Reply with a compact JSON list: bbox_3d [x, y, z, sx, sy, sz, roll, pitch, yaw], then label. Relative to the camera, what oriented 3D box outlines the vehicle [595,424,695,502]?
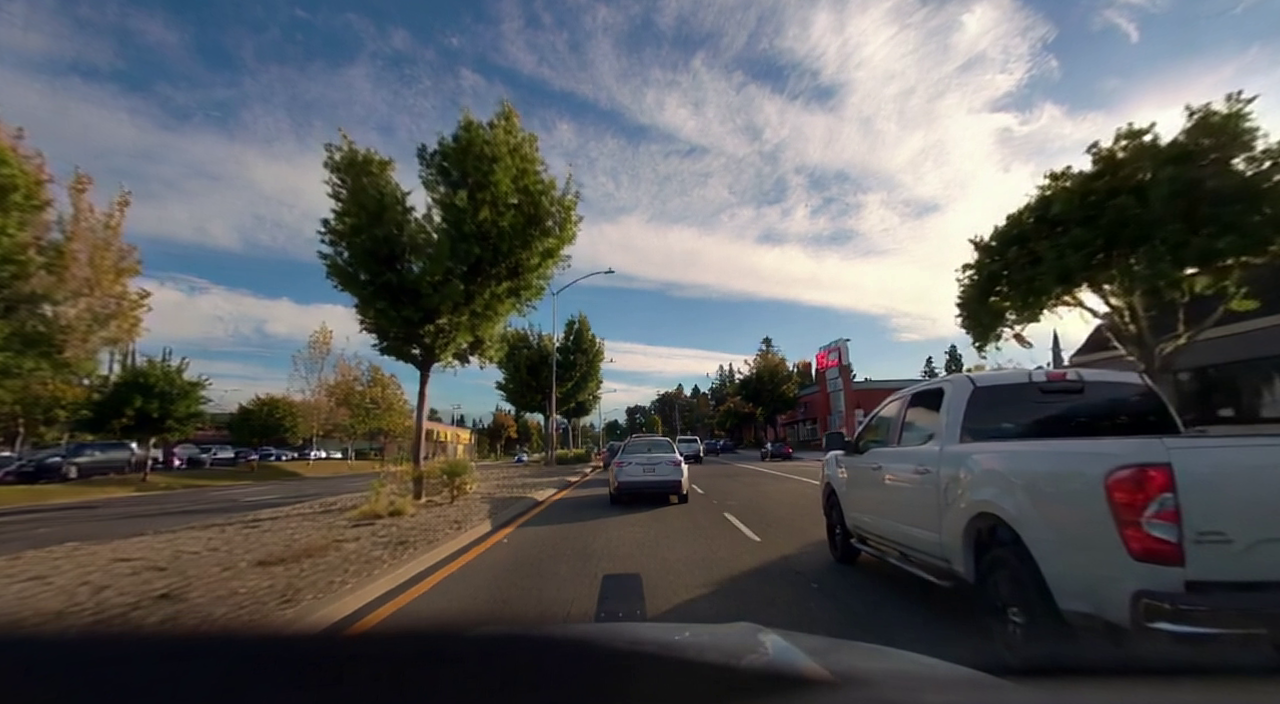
[{"bbox_3d":[0.096,2.692,15.587,2.145,1.650,4.021,0,-9,0],"label":"vehicle"}]

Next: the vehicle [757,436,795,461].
[{"bbox_3d":[9.140,6.539,42.595,2.091,1.612,4.121,-1,-9,6],"label":"vehicle"}]

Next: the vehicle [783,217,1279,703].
[{"bbox_3d":[3.295,0.998,5.162,2.731,2.101,6.047,0,-9,-1],"label":"vehicle"}]

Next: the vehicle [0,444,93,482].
[{"bbox_3d":[-27.625,4.964,28.282,4.225,1.555,1.852,1,-8,-2],"label":"vehicle"}]

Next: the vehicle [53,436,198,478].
[{"bbox_3d":[-32.285,6.644,40.049,2.664,2.215,7.903,-3,-9,-1],"label":"vehicle"}]

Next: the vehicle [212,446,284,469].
[{"bbox_3d":[-28.191,7.594,45.320,3.894,1.527,1.872,-1,-10,-1],"label":"vehicle"}]
